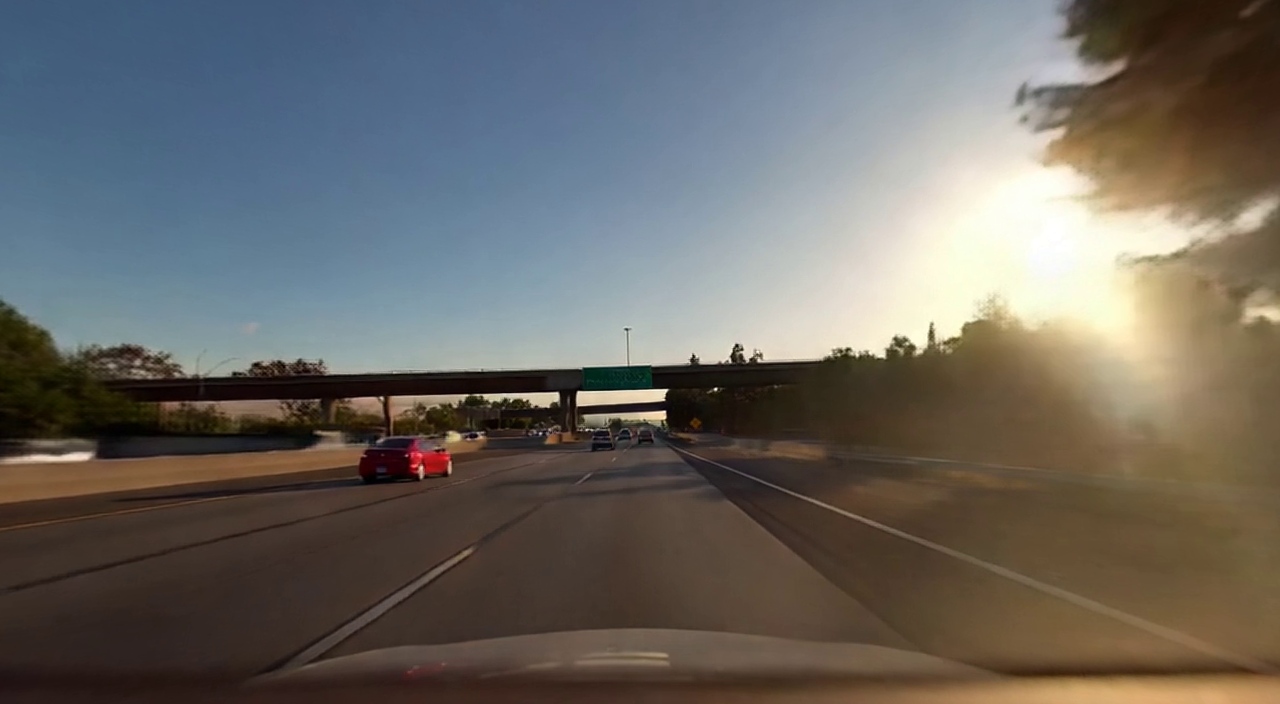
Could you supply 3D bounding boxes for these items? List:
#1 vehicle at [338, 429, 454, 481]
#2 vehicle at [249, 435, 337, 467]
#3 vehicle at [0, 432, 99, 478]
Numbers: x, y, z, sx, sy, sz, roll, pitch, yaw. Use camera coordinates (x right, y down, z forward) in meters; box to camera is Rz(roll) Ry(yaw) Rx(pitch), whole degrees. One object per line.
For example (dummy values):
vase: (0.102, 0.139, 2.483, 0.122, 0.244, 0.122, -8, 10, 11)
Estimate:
vehicle: (-7.708, 3.283, 20.402, 1.987, 1.486, 4.174, 0, -8, 2)
vehicle: (-17.354, 4.983, 31.802, 1.840, 1.490, 4.438, 0, -8, 1)
vehicle: (-25.092, 4.132, 25.476, 2.027, 1.700, 4.915, 0, -8, 1)
